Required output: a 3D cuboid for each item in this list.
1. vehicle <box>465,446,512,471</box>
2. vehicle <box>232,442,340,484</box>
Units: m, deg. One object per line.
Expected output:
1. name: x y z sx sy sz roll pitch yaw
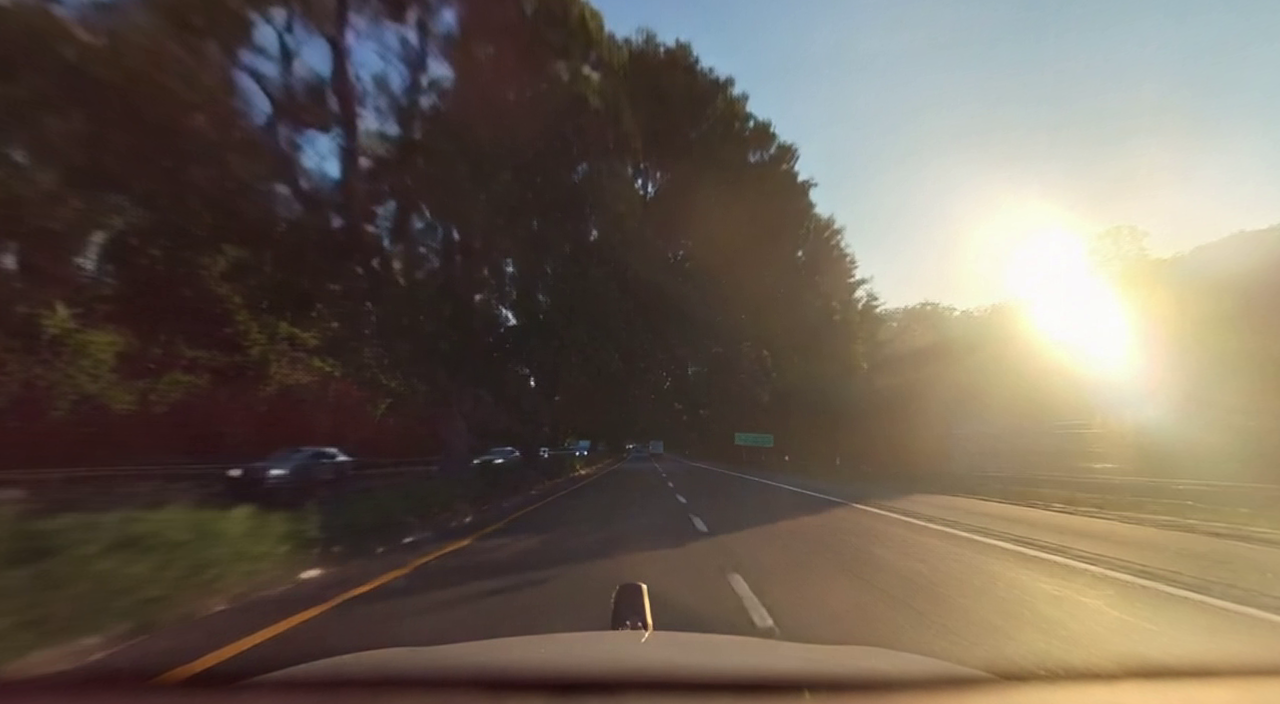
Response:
1. vehicle: -9.605 6.777 40.284 1.898 1.473 4.010 0 -9 1
2. vehicle: -13.386 4.209 24.112 1.873 1.466 3.722 0 -9 1
